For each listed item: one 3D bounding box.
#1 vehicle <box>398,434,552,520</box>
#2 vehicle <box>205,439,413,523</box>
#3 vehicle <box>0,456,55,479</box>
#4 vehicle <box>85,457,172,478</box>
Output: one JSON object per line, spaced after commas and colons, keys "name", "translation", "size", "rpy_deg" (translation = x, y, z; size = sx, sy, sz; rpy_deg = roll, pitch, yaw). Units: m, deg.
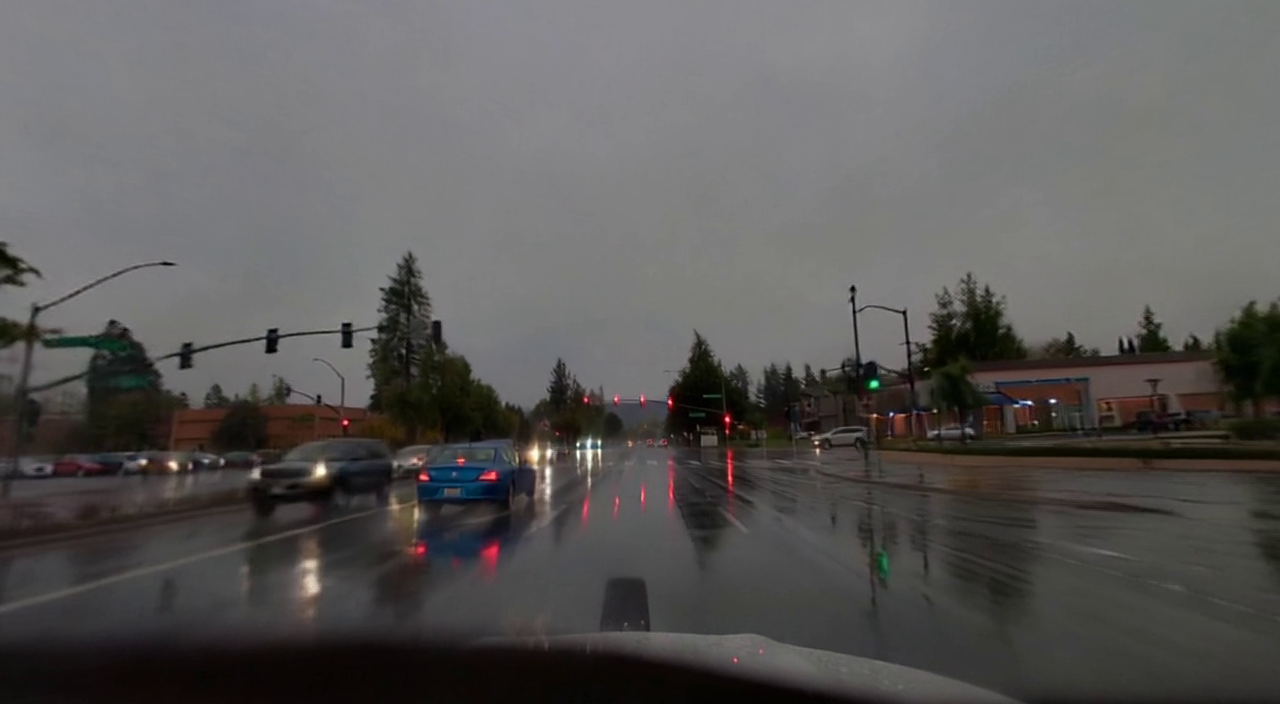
{"name": "vehicle", "translation": [-3.193, 2.524, 13.243], "size": [1.924, 1.480, 4.421], "rpy_deg": [0, -9, 2]}
{"name": "vehicle", "translation": [-6.700, 2.640, 13.493], "size": [2.006, 1.461, 4.476], "rpy_deg": [0, -9, 0]}
{"name": "vehicle", "translation": [-47.473, 8.741, 47.850], "size": [4.329, 1.668, 1.799], "rpy_deg": [-1, -9, 2]}
{"name": "vehicle", "translation": [-34.406, 7.765, 42.403], "size": [4.759, 1.347, 2.058], "rpy_deg": [-3, -9, 15]}
